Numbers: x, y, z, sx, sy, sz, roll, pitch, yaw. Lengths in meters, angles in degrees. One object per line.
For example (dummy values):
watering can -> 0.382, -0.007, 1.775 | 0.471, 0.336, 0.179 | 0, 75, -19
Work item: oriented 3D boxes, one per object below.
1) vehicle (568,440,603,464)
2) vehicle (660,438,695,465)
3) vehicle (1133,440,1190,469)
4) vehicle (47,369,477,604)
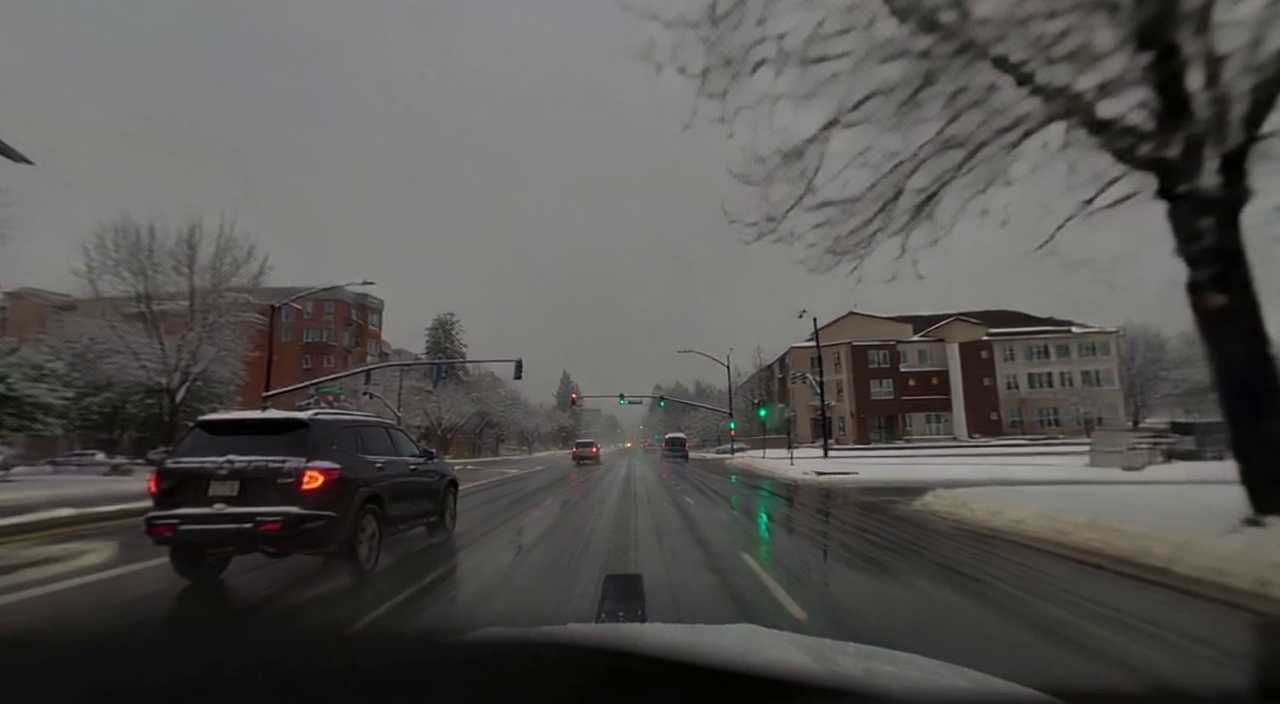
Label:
vehicle -> -3.931, 7.293, 46.305 | 2.083, 1.685, 4.069 | 0, -8, 1
vehicle -> 2.561, 6.920, 44.055 | 2.018, 1.719, 4.369 | 0, -8, -2
vehicle -> 38.328, 7.488, 46.557 | 2.026, 1.987, 5.331 | -5, -9, 27
vehicle -> -3.874, 1.515, 8.010 | 2.225, 1.984, 5.168 | 0, -8, 0
